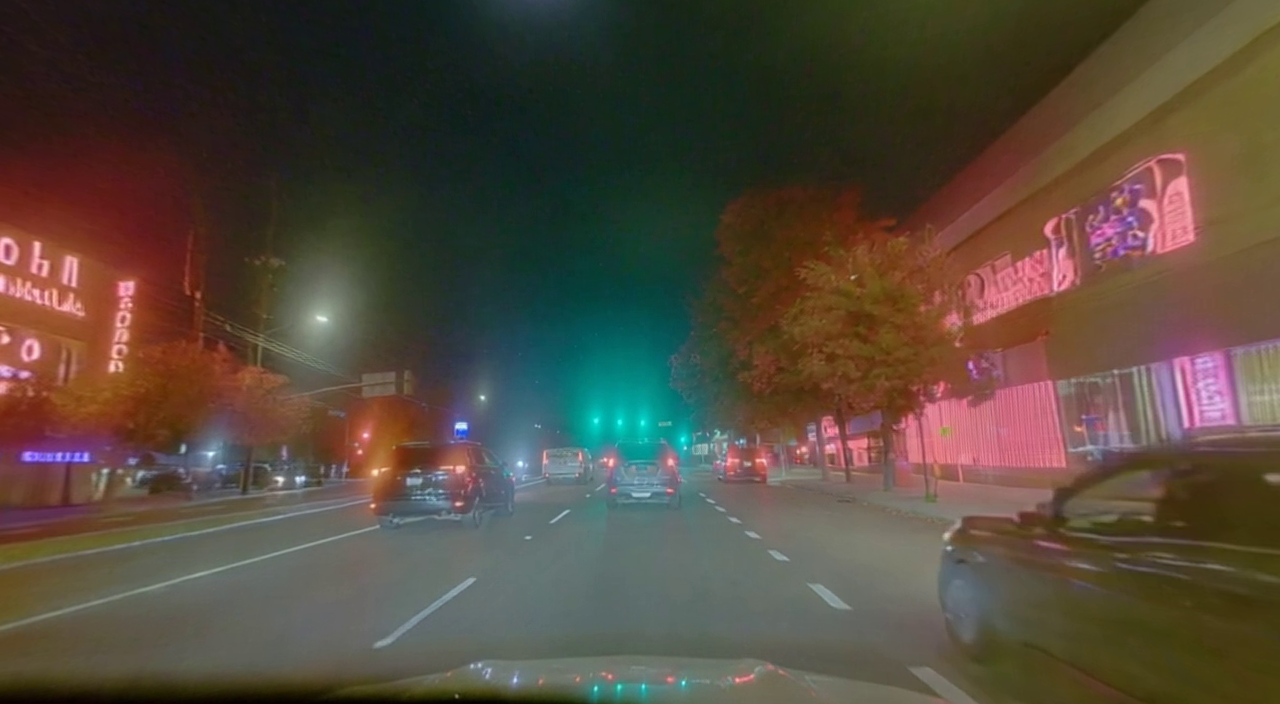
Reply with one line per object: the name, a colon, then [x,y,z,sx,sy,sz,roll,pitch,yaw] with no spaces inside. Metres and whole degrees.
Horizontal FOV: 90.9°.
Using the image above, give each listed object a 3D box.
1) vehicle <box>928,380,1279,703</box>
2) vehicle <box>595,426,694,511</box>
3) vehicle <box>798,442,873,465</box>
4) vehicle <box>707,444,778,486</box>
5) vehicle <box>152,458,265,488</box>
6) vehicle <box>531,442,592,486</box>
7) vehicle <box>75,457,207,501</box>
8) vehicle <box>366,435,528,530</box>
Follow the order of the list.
vehicle: [2.953,0.854,1.990,2.030,1.492,4.383,0,-8,0]
vehicle: [0.118,2.731,15.215,2.075,1.770,4.018,0,-8,1]
vehicle: [13.904,7.215,44.845,4.736,1.526,1.878,2,-9,-16]
vehicle: [3.913,4.378,24.843,1.986,1.457,4.566,0,-8,-1]
vehicle: [-29.618,8.289,43.512,2.021,1.802,5.987,-5,-10,31]
vehicle: [-3.127,4.535,25.884,1.894,1.642,3.861,0,-8,2]
vehicle: [-24.248,6.157,30.971,1.919,1.831,5.335,0,-8,2]
vehicle: [-3.691,2.546,12.957,1.886,1.599,4.247,0,-8,1]
